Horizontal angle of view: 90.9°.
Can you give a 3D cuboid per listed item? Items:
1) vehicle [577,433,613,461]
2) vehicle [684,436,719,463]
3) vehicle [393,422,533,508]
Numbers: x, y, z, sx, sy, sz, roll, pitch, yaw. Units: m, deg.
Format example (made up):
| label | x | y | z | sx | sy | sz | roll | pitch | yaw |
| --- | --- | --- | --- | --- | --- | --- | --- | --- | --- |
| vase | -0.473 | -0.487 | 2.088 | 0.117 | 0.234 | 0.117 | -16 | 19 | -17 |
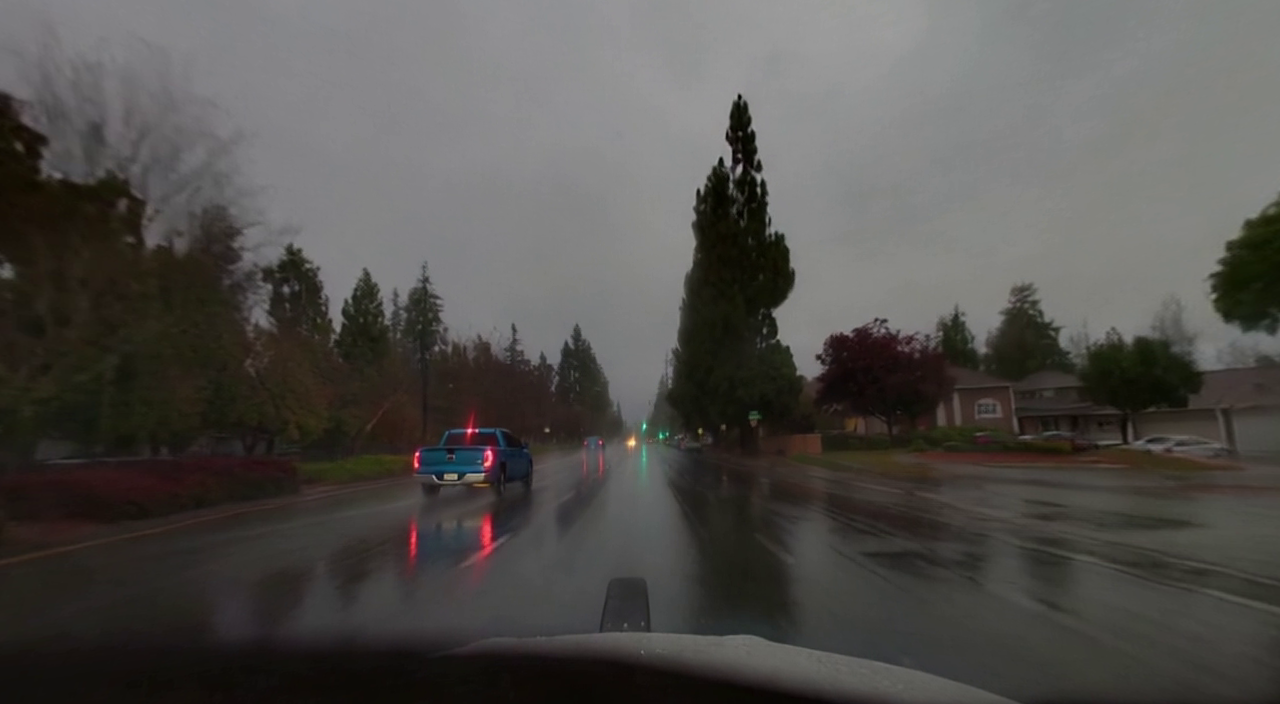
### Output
| label | x | y | z | sx | sy | sz | roll | pitch | yaw |
| --- | --- | --- | --- | --- | --- | --- | --- | --- | --- |
| vehicle | -3.347 | 7.168 | 47.685 | 2.230 | 1.987 | 4.385 | 0 | -8 | 2 |
| vehicle | 4.140 | 6.661 | 42.994 | 2.016 | 1.736 | 4.356 | 0 | -8 | 1 |
| vehicle | -4.062 | 2.685 | 15.422 | 2.002 | 1.747 | 4.728 | 0 | -8 | 0 |
